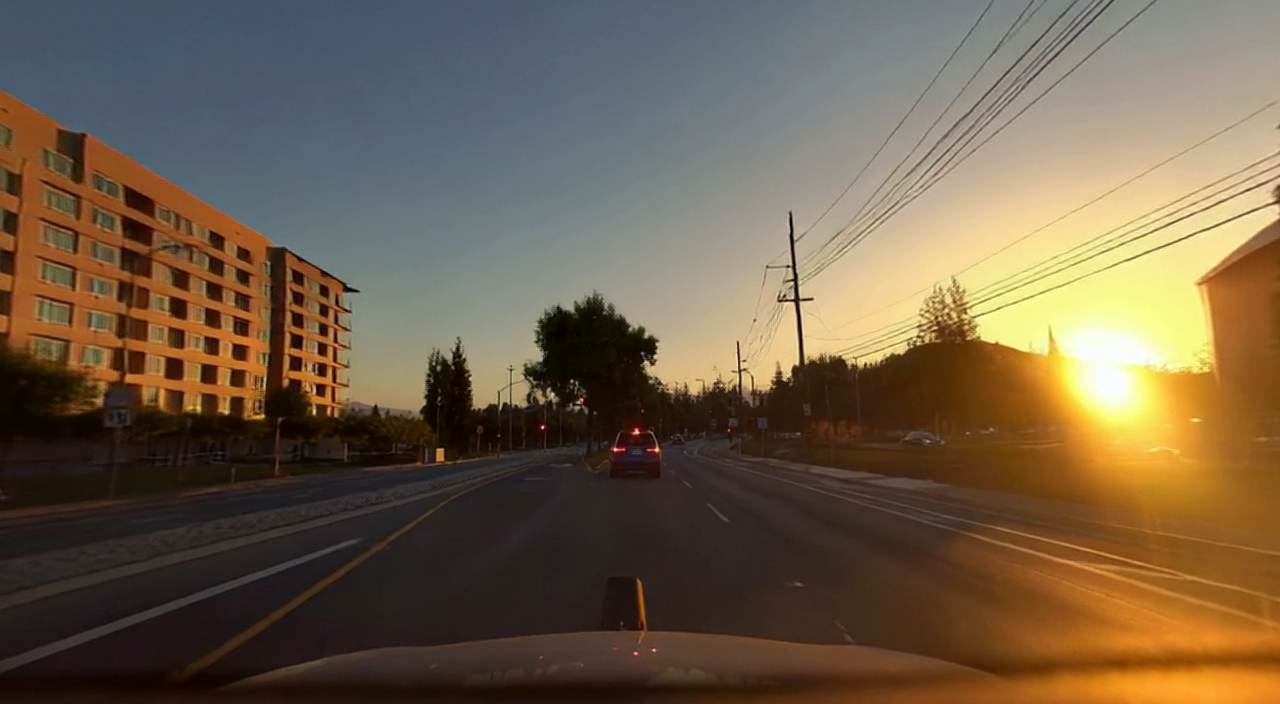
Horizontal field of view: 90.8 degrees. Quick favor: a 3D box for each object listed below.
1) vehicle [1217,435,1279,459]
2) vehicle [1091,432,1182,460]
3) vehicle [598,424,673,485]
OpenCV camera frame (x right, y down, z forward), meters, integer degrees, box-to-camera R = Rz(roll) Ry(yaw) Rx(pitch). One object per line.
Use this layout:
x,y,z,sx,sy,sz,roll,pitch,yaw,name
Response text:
41.916,6.336,42.521,1.837,1.455,4.531,-2,-8,1,vehicle
32.387,6.157,41.443,1.961,1.745,4.981,0,-8,1,vehicle
-0.132,3.325,20.710,2.189,1.776,4.342,0,-8,0,vehicle
